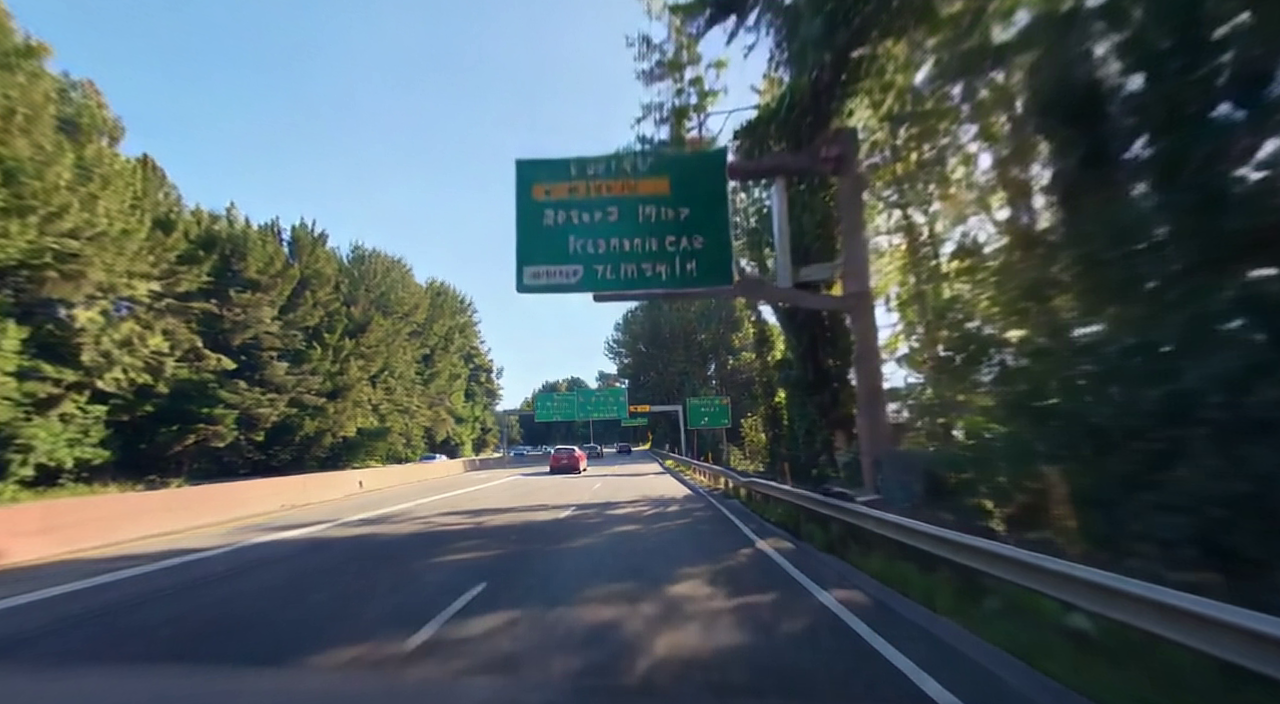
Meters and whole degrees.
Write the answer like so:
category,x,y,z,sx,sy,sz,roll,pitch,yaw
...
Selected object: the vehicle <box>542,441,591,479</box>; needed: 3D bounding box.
category,x,y,z,sx,sy,sz,roll,pitch,yaw
vehicle,-3.143,4.693,27.530,1.675,1.537,3.574,0,-9,1
